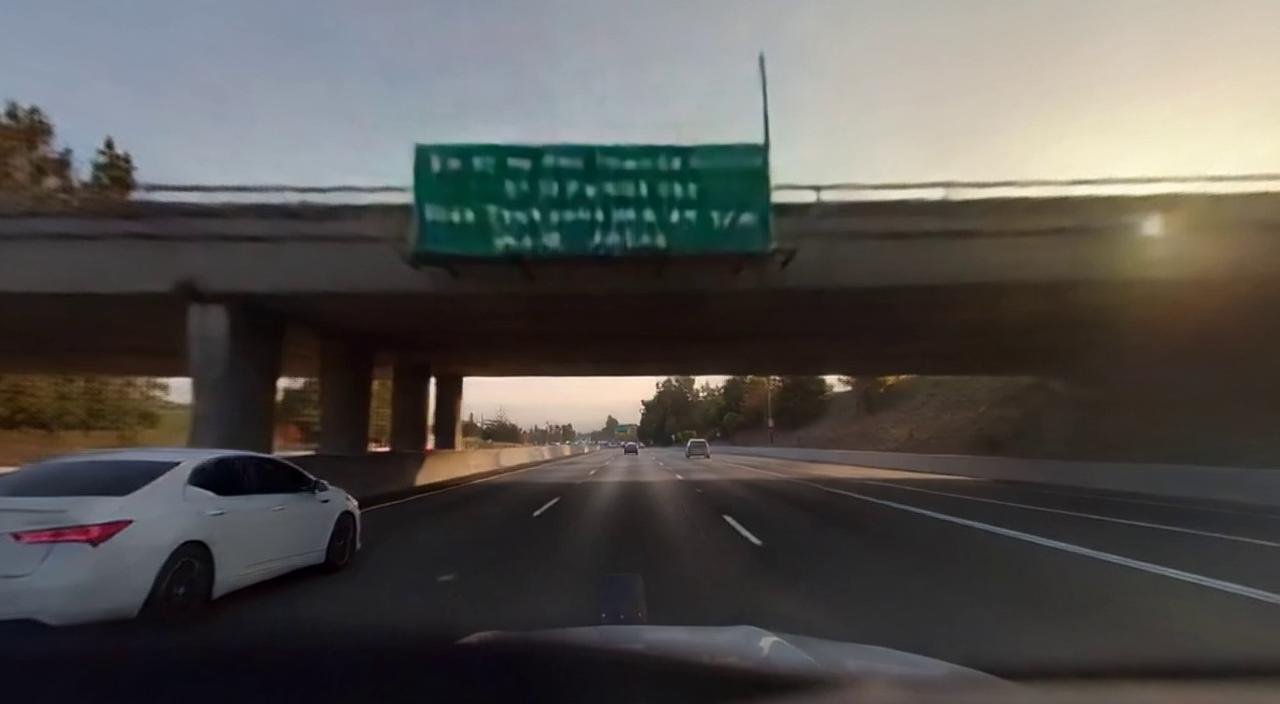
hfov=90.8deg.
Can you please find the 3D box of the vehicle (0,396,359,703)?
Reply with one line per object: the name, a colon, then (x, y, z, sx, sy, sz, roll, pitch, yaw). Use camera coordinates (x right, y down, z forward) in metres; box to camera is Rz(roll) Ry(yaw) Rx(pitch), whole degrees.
vehicle: (-4.043, 1.222, 4.543, 2.050, 1.547, 4.266, 0, -8, 0)
